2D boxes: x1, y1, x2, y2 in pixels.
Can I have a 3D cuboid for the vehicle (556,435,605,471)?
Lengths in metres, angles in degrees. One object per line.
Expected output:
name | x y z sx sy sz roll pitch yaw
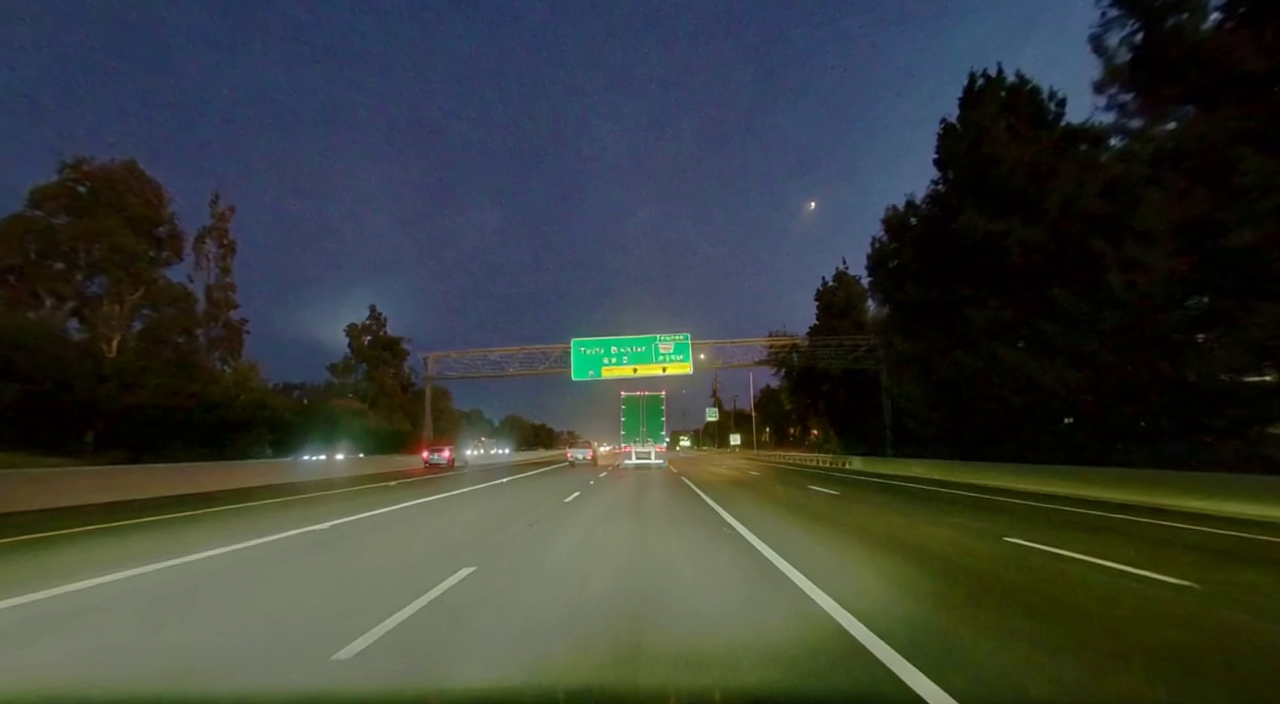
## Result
vehicle | -3.397 5.899 37.099 2.293 1.923 5.141 0 -8 0

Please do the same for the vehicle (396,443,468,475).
vehicle | -10.610 5.461 32.538 2.012 1.509 4.789 0 -8 1

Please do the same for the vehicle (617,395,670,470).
vehicle | 0.233 5.350 41.105 2.879 4.085 13.125 0 -8 0
